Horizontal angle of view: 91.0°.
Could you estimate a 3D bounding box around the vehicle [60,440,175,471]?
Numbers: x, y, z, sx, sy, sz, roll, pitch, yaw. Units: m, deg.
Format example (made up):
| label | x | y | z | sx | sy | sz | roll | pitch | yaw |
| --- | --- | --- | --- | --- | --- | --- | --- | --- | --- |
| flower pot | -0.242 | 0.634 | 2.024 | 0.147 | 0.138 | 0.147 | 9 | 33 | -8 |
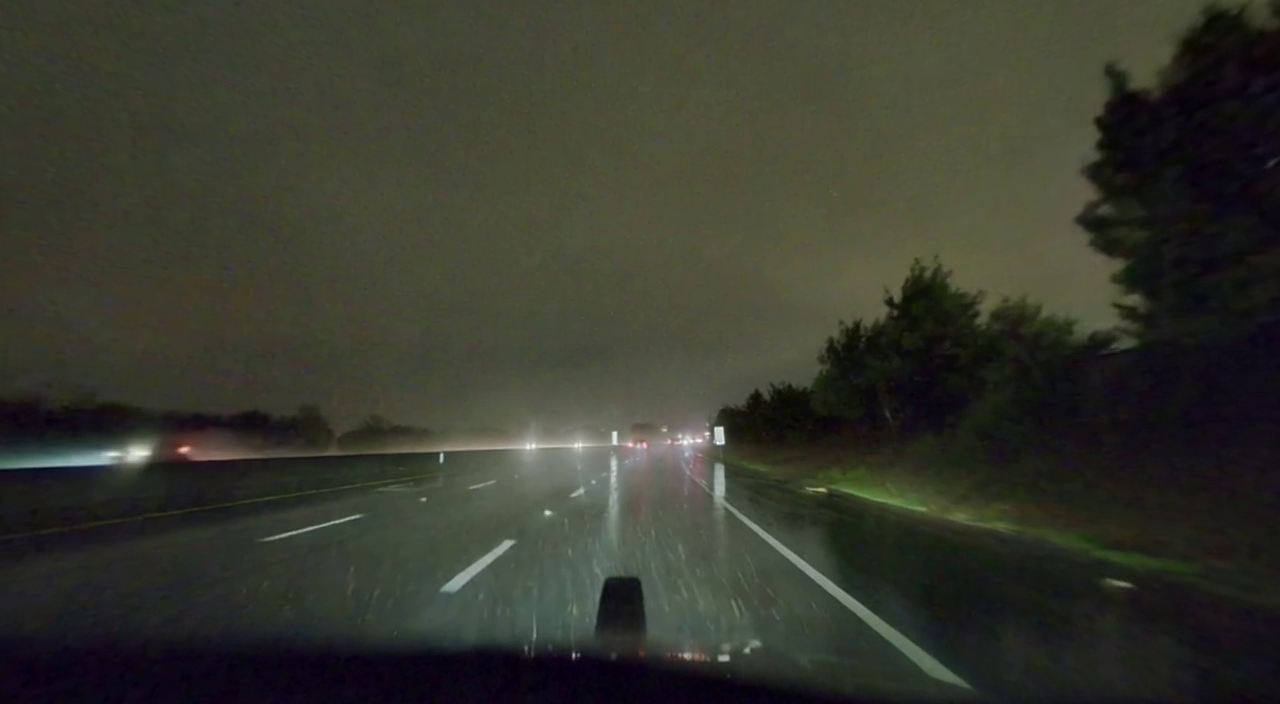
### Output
| label | x | y | z | sx | sy | sz | roll | pitch | yaw |
| --- | --- | --- | --- | --- | --- | --- | --- | --- | --- |
| vehicle | -28.357 | 5.620 | 34.447 | 1.970 | 1.543 | 4.830 | 0 | -9 | 3 |
